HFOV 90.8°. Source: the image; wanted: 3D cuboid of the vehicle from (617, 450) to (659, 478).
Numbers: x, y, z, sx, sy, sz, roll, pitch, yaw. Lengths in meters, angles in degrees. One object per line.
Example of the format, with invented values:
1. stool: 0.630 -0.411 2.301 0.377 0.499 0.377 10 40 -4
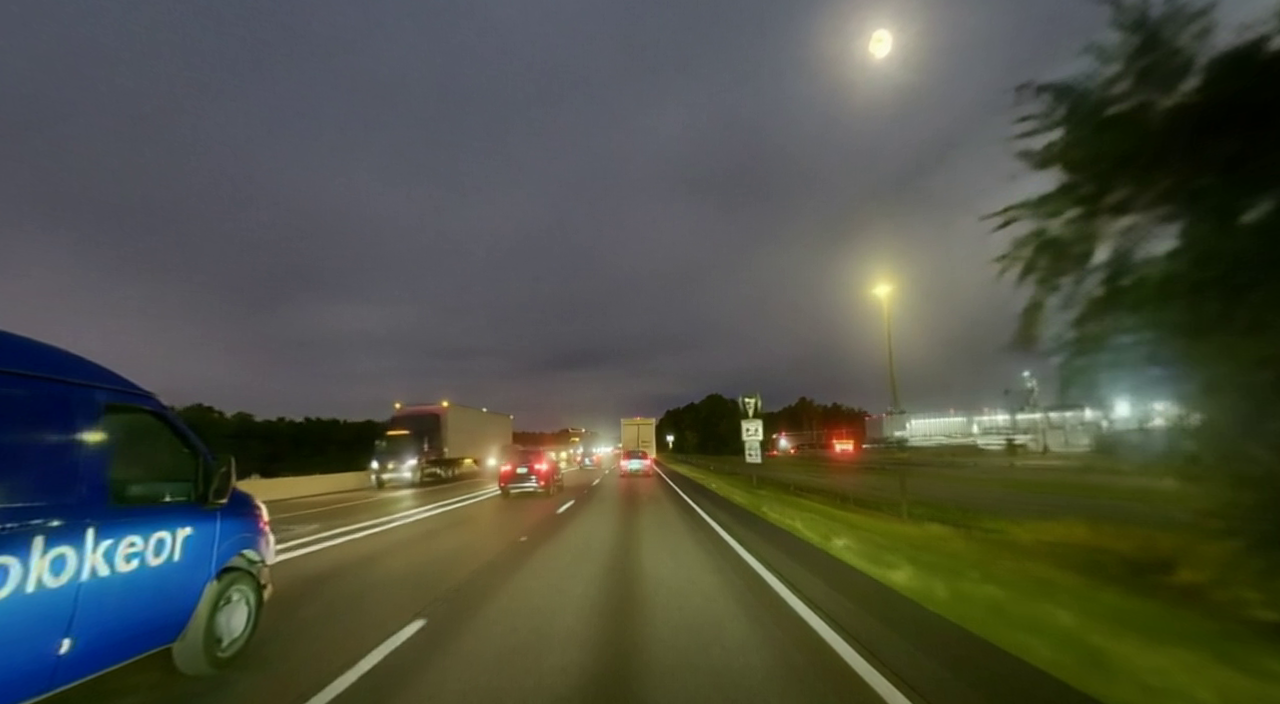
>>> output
1. vehicle: -0.117 5.886 33.455 2.095 1.393 3.908 0 -9 0

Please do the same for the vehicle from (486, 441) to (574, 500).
1. vehicle: -3.232 3.583 19.419 1.937 1.600 4.141 0 -9 0

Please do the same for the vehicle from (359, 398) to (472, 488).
1. vehicle: -9.936 4.148 28.738 2.922 3.600 6.110 0 -9 -1

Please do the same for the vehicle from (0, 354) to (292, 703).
1. vehicle: -3.224 0.776 1.551 2.117 1.688 4.582 0 -9 0
